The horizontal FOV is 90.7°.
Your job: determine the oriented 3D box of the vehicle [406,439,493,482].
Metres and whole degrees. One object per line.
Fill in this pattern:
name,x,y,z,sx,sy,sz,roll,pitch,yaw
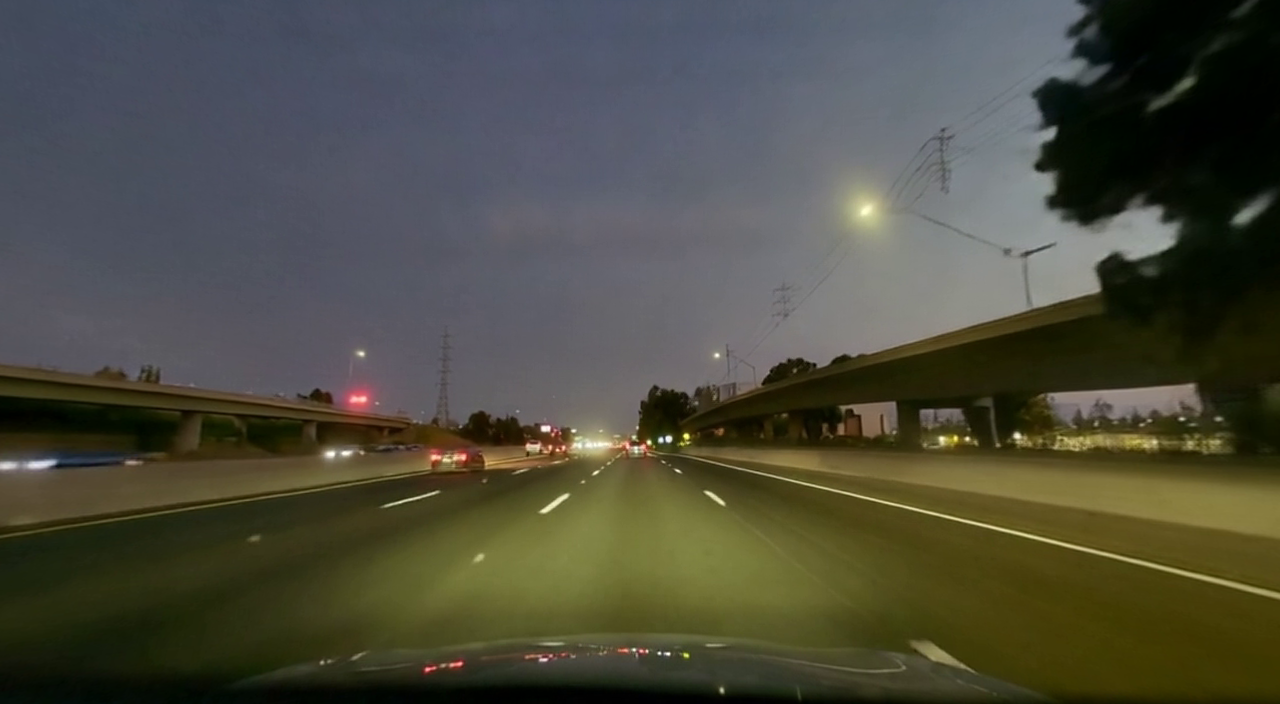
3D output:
vehicle,-7.347,4.213,24.939,1.994,1.487,4.605,0,-8,0

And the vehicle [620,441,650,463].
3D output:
vehicle,-0.391,7.358,46.679,2.086,1.472,4.168,0,-8,-1

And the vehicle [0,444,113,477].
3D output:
vehicle,-32.481,5.985,35.385,2.015,1.697,4.576,0,-8,0
